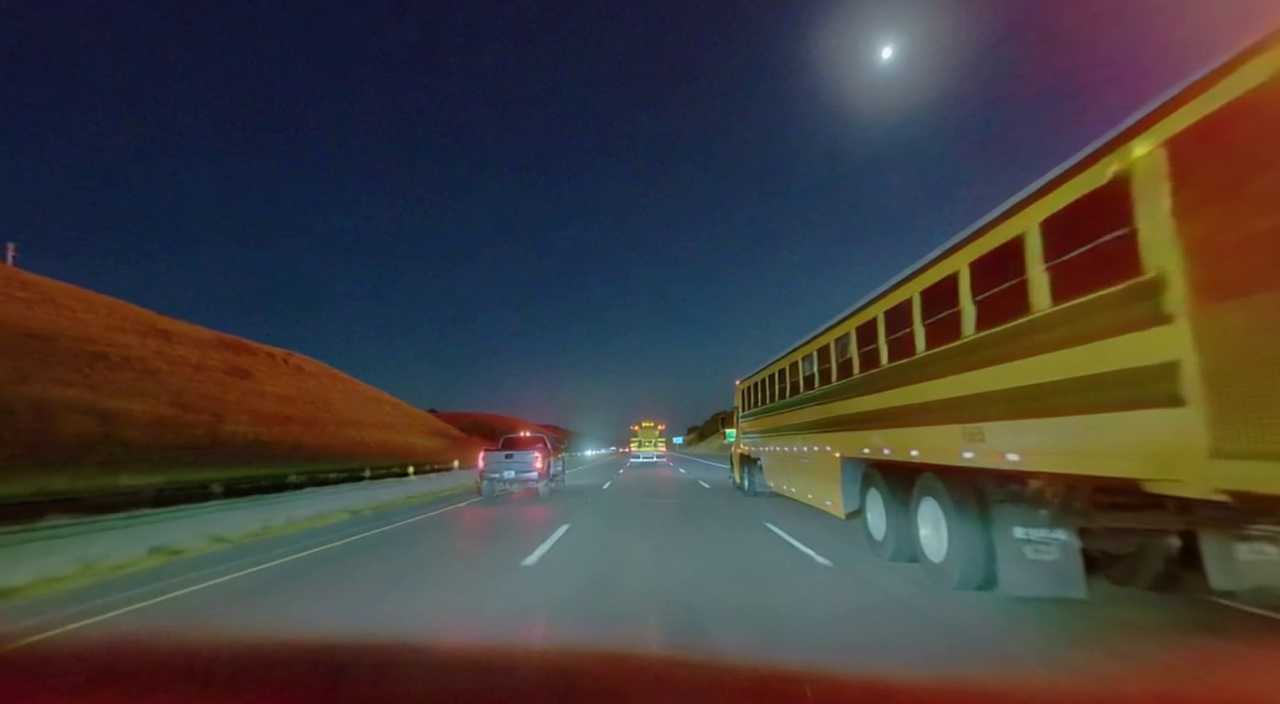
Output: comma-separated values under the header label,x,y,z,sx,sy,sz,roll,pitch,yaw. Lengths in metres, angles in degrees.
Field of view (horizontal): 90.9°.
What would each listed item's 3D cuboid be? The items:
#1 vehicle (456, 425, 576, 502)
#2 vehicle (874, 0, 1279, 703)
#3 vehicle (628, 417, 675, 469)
label,x,y,z,sx,sy,sz,roll,pitch,yaw
vehicle,-3.416,3.230,18.806,2.241,1.927,5.833,0,-8,1
vehicle,4.395,0.147,4.577,2.716,3.705,7.018,0,-8,1
vehicle,0.711,6.566,45.478,2.948,3.265,10.569,0,-8,0
